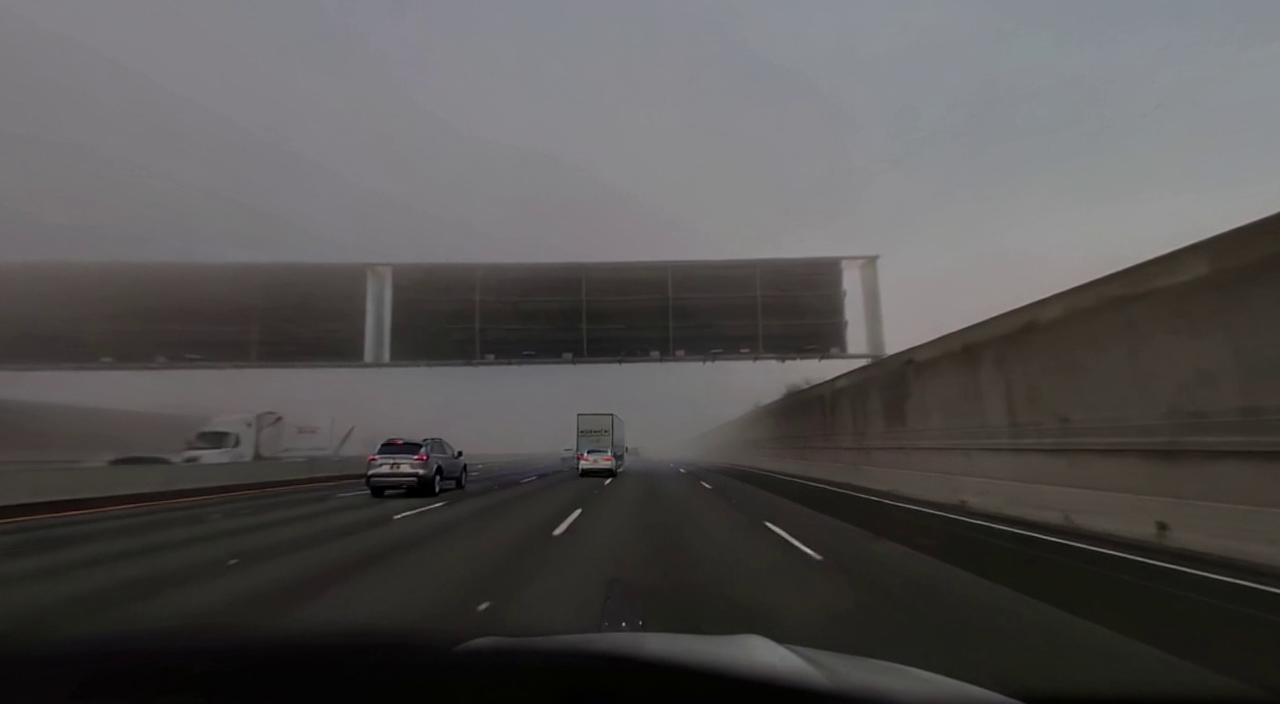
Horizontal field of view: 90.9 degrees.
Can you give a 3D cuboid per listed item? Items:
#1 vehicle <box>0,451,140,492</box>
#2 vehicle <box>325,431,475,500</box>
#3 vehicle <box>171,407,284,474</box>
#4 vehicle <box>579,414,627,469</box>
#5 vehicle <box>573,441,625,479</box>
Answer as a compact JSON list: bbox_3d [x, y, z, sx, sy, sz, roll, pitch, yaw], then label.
[{"bbox_3d":[-22.556,4.652,24.938,1.809,1.439,4.530,0,-9,0],"label":"vehicle"},{"bbox_3d":[-6.926,3.336,18.968,2.401,1.759,5.126,0,-9,1],"label":"vehicle"},{"bbox_3d":[-26.773,5.826,41.319,3.136,3.981,6.053,0,-9,0],"label":"vehicle"},{"bbox_3d":[-2.413,6.263,43.989,2.794,3.460,8.595,0,-9,0],"label":"vehicle"},{"bbox_3d":[-1.796,4.864,28.579,2.168,1.597,3.615,0,-9,-1],"label":"vehicle"}]
